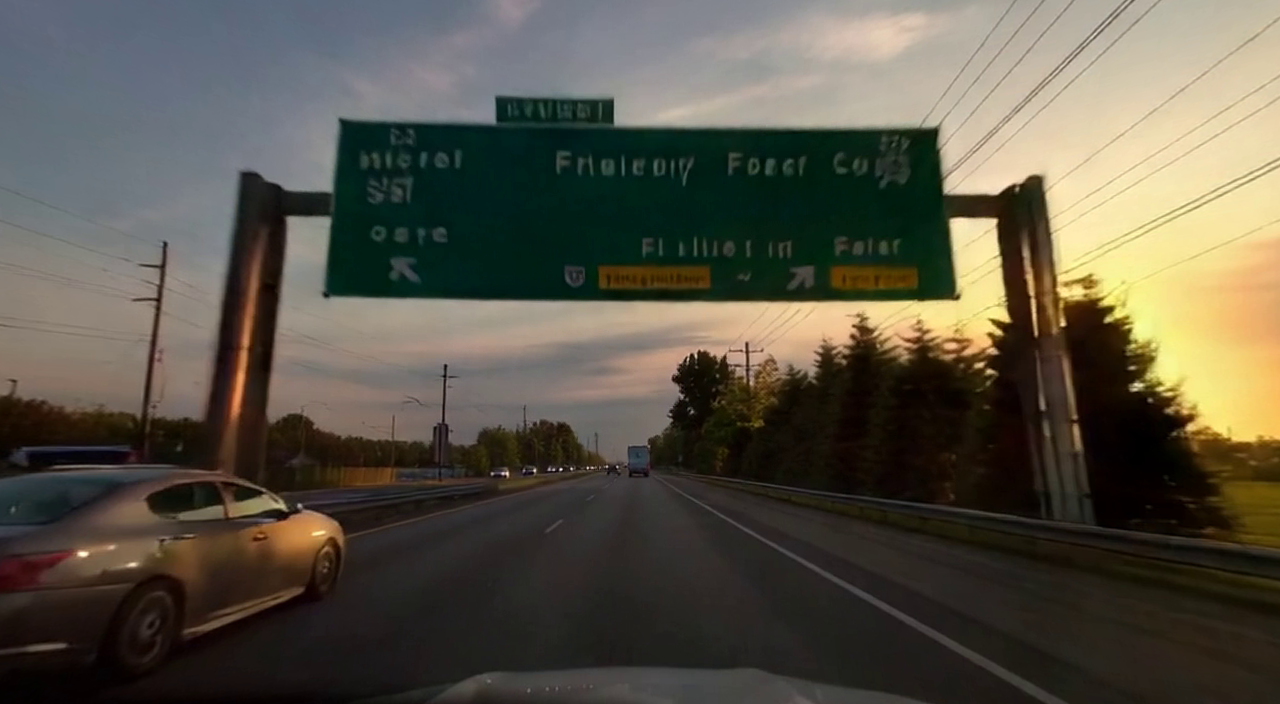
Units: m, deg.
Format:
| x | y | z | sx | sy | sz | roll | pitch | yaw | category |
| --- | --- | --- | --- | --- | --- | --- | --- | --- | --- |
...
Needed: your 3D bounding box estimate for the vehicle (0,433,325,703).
| x | y | z | sx | sy | sz | roll | pitch | yaw | category |
| --- | --- | --- | --- | --- | --- | --- | --- | --- | --- |
| -4.013 | 1.223 | 3.566 | 2.000 | 1.462 | 4.721 | 1 | -10 | 0 | vehicle |
